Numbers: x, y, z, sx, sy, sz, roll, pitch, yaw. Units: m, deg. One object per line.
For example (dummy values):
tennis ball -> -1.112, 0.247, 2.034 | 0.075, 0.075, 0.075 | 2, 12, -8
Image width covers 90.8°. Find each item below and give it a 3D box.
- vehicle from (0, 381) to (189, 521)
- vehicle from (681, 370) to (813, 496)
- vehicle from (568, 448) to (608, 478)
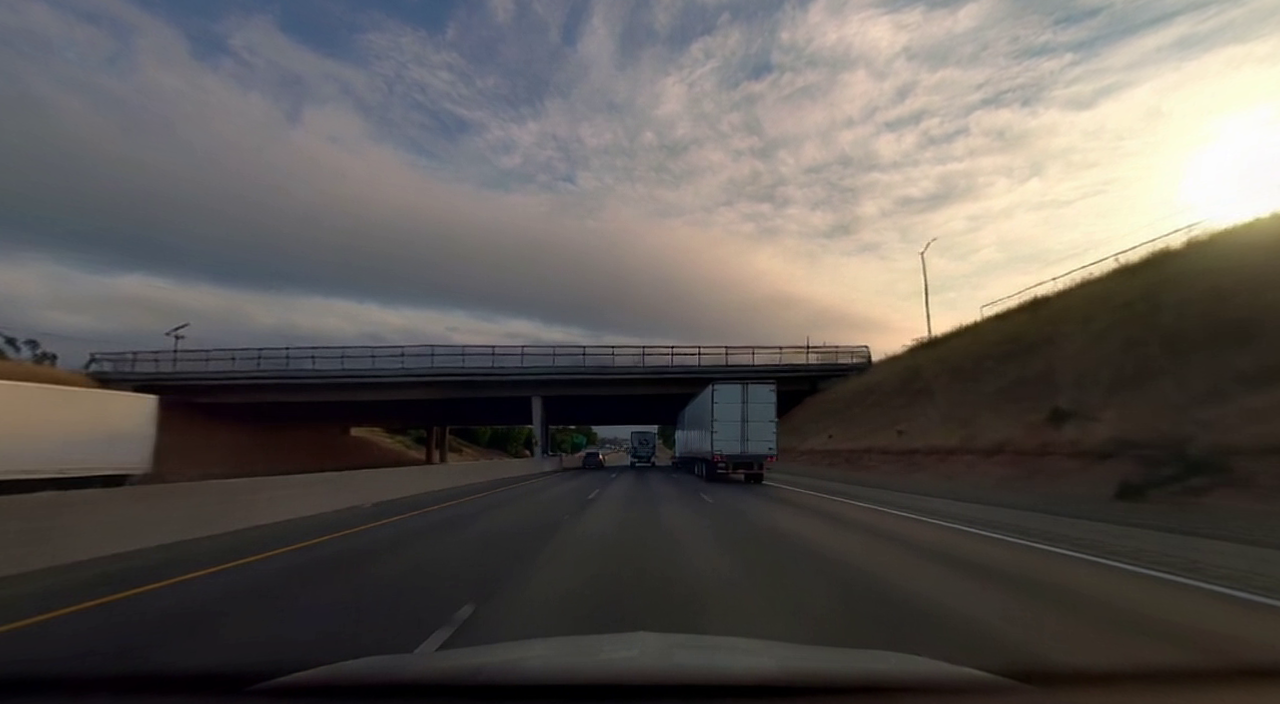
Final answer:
vehicle -> -19.168, 2.543, 16.151 | 2.894, 3.819, 16.777 | 0, -9, 0
vehicle -> 3.976, 3.862, 28.687 | 3.131, 4.037, 16.729 | 0, -9, 0
vehicle -> -3.006, 6.528, 37.292 | 2.007, 1.647, 3.854 | 0, -9, 1
